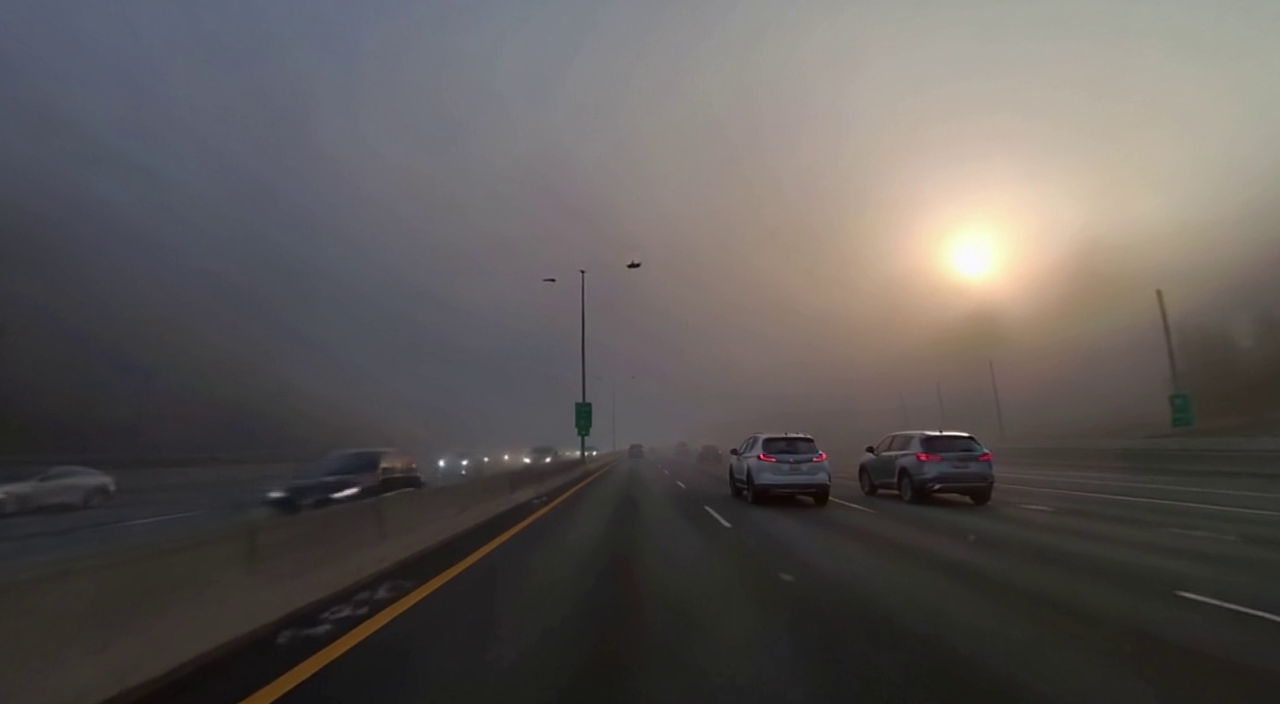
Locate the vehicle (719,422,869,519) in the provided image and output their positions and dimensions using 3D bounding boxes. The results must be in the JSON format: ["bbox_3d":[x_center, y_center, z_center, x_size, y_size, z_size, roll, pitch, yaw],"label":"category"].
[{"bbox_3d":[3.023,2.435,13.474,2.059,1.711,4.302,0,-9,0],"label":"vehicle"}]

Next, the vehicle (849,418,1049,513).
[{"bbox_3d":[6.746,2.548,14.609,2.040,1.801,4.959,0,-9,-1],"label":"vehicle"}]

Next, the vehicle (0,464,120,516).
[{"bbox_3d":[-20.678,4.637,21.529,1.848,1.472,4.758,0,-9,0],"label":"vehicle"}]

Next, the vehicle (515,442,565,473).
[{"bbox_3d":[-5.723,6.103,36.688,2.184,1.638,4.522,0,-9,0],"label":"vehicle"}]

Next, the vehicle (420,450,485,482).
[{"bbox_3d":[-9.457,5.766,32.249,2.020,1.494,4.353,0,-9,0],"label":"vehicle"}]

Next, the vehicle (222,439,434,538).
[{"bbox_3d":[-5.690,2.506,12.256,1.948,1.554,4.122,0,-9,1],"label":"vehicle"}]
